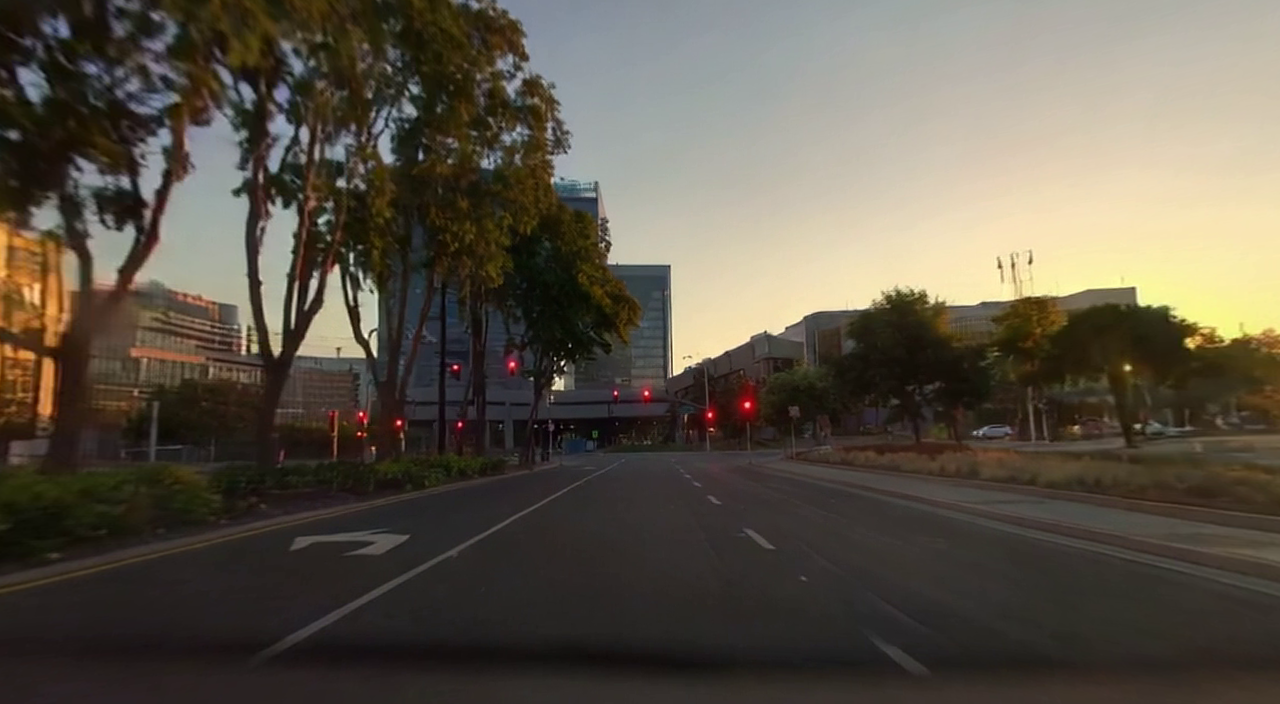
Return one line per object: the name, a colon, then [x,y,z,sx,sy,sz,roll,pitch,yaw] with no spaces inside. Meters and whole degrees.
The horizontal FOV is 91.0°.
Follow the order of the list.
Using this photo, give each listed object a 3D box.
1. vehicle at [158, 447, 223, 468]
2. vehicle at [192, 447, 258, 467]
vehicle: [-34.703,8.144,48.790,1.916,1.522,4.217,0,-8,0]
vehicle: [-32.072,8.101,48.874,1.852,1.485,4.683,0,-9,1]
